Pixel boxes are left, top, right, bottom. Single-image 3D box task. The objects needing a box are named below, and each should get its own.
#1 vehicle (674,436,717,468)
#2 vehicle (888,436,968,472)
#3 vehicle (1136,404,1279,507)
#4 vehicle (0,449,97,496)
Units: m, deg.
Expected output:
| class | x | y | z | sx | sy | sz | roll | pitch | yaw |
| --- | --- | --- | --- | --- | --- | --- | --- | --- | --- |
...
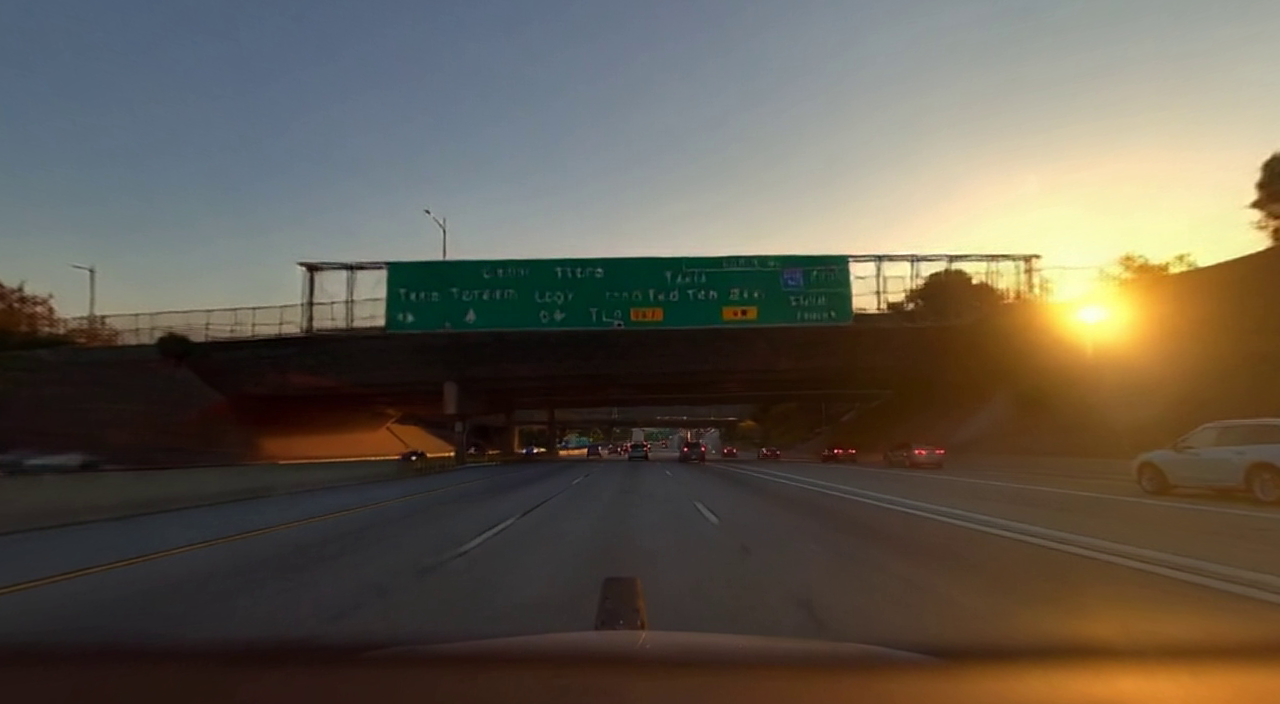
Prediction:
| class | x | y | z | sx | sy | sz | roll | pitch | yaw |
| --- | --- | --- | --- | --- | --- | --- | --- | --- | --- |
| vehicle | 3.292 | 6.064 | 38.398 | 2.147 | 1.794 | 4.538 | 0 | -9 | -1 |
| vehicle | 15.332 | 5.450 | 33.863 | 2.116 | 1.754 | 4.727 | 0 | -9 | 1 |
| vehicle | 14.612 | 2.253 | 13.763 | 2.442 | 2.140 | 6.462 | 0 | -9 | 2 |
| vehicle | -21.938 | 4.091 | 21.585 | 2.016 | 1.535 | 5.144 | 0 | -9 | 0 |
